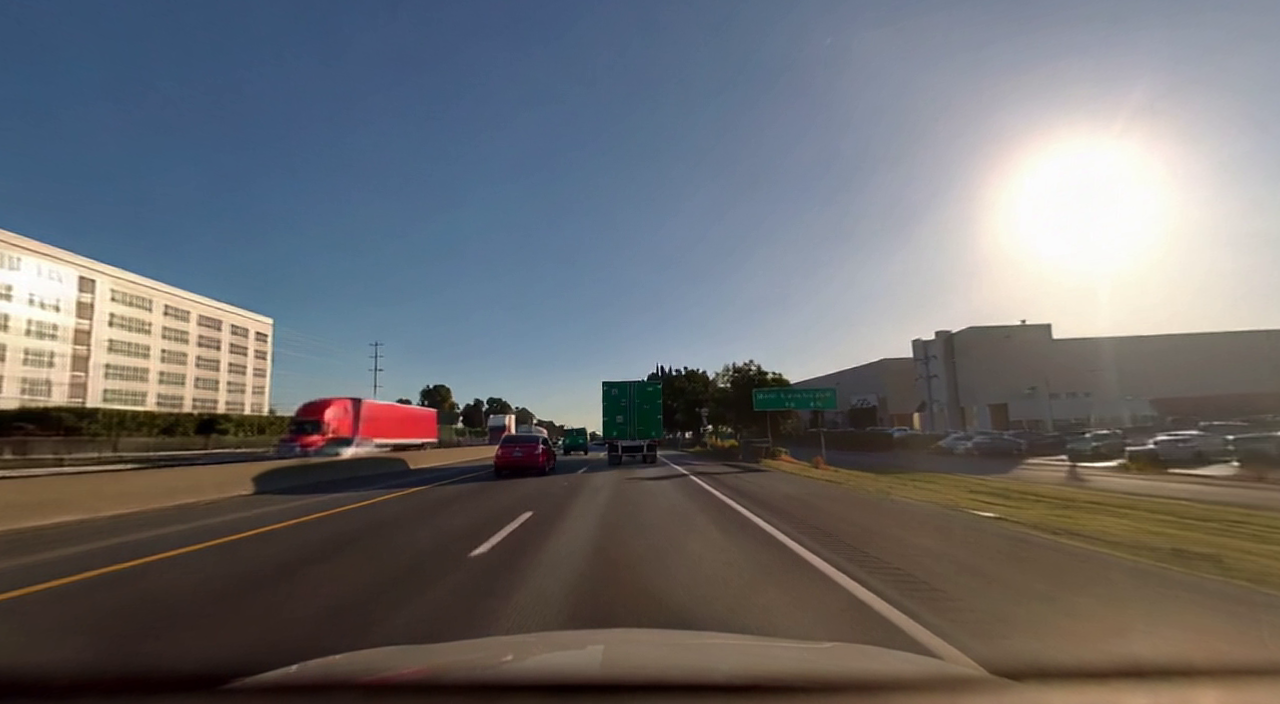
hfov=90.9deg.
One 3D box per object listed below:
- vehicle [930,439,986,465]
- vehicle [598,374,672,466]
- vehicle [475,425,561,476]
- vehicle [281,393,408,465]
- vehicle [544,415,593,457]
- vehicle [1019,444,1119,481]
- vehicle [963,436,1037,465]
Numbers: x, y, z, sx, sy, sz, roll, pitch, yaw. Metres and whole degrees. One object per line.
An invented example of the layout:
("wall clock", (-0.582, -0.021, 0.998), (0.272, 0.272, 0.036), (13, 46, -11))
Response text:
("vehicle", (22.840, 7.178, 45.447), (1.699, 1.625, 4.494), (-2, -8, 0))
("vehicle", (-0.342, 3.688, 33.124), (3.259, 4.066, 9.891), (0, -8, -1))
("vehicle", (-4.226, 3.480, 22.706), (2.005, 1.602, 5.131), (0, -8, 1))
("vehicle", (-17.357, 4.710, 38.080), (2.959, 3.738, 9.951), (0, -8, -1))
("vehicle", (-4.998, 6.028, 45.182), (2.717, 2.714, 6.997), (0, -8, 0))
("vehicle", (22.866, 5.880, 33.820), (1.857, 1.744, 4.828), (0, -8, -2))
("vehicle", (22.904, 6.257, 40.296), (1.986, 1.605, 4.381), (-2, -7, -2))
